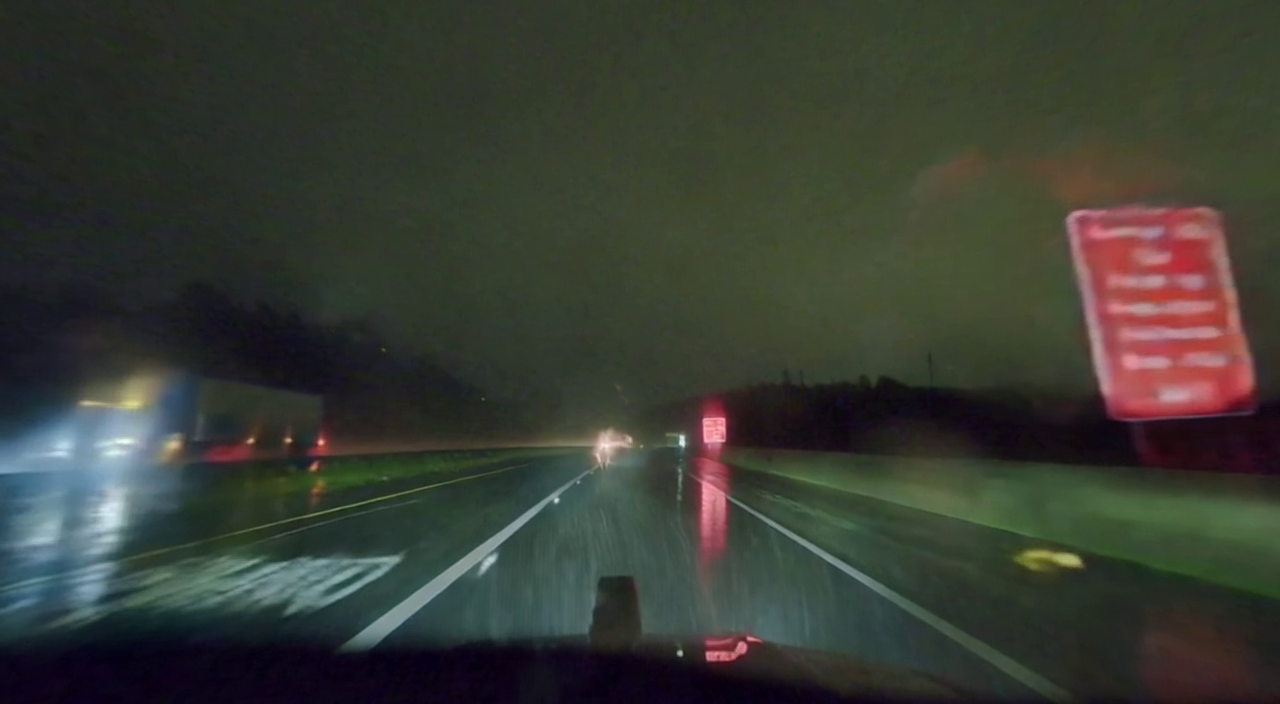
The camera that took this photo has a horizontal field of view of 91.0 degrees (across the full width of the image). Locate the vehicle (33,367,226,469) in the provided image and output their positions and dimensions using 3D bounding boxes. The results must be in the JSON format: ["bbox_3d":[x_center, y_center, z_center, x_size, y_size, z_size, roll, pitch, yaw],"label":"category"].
[{"bbox_3d":[-21.566,2.942,27.183,3.243,3.864,5.872,0,-8,0],"label":"vehicle"}]
